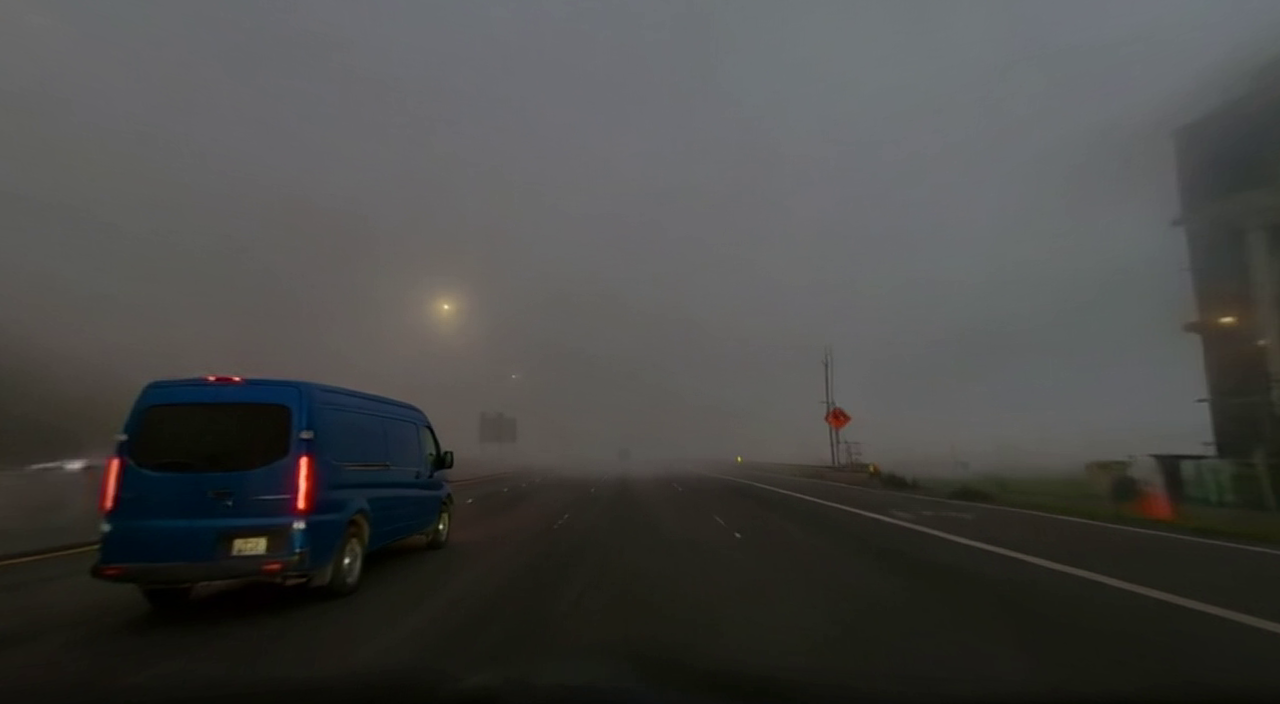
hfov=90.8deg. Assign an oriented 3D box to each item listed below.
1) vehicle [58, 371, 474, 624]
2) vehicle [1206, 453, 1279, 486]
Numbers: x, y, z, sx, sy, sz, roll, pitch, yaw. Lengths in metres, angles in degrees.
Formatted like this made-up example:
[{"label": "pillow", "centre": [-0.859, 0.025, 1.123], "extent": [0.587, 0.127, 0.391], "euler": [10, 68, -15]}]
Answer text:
[{"label": "vehicle", "centre": [-3.524, 1.478, 7.274], "extent": [2.046, 1.982, 4.465], "euler": [0, -9, -1]}, {"label": "vehicle", "centre": [30.028, 5.681, 30.349], "extent": [3.860, 1.433, 1.875], "euler": [3, -10, -2]}]
